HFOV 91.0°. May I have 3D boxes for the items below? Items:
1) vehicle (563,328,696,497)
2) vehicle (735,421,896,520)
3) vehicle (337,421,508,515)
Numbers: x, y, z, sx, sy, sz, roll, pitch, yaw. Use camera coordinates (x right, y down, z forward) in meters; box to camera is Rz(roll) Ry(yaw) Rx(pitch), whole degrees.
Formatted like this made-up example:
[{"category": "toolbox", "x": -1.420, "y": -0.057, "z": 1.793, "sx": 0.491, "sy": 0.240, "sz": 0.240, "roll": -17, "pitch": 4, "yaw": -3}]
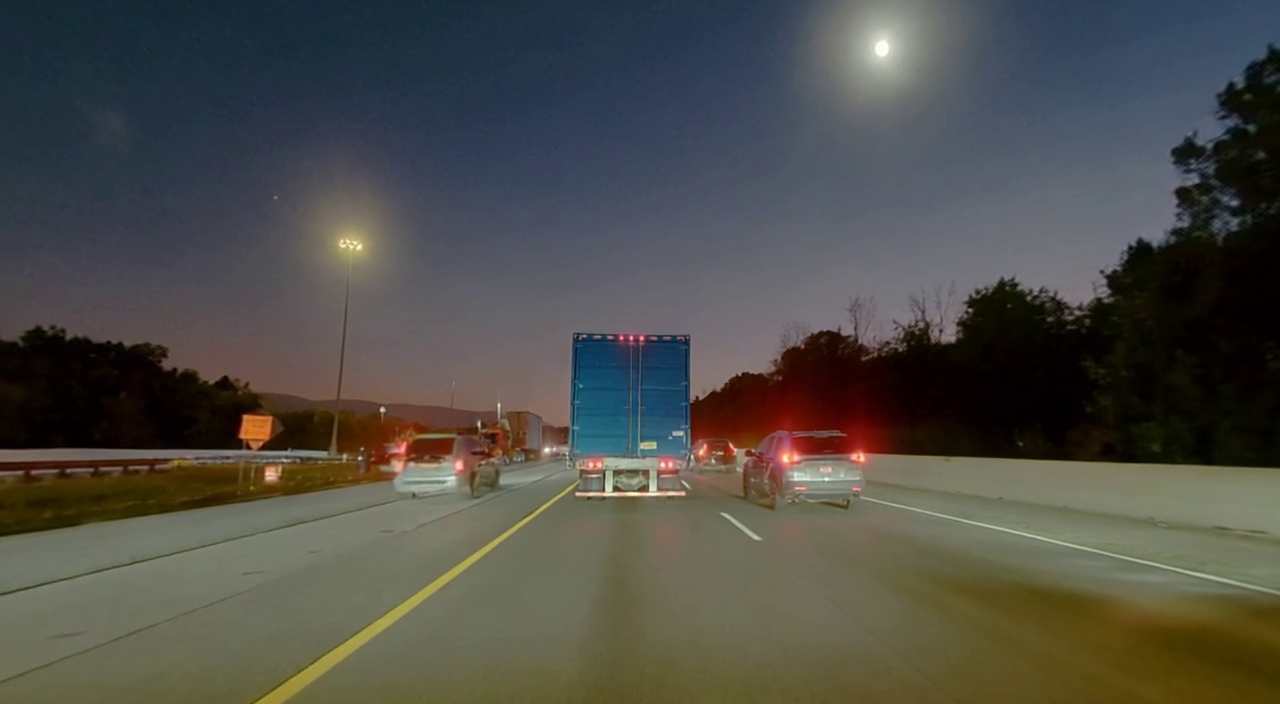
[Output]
[{"category": "vehicle", "x": -0.303, "y": 2.150, "z": 19.785, "sx": 3.067, "sy": 3.940, "sz": 10.154, "roll": 0, "pitch": -9, "yaw": -1}, {"category": "vehicle", "x": 3.406, "y": 2.402, "z": 13.180, "sx": 2.103, "sy": 1.713, "sz": 4.173, "roll": 0, "pitch": -9, "yaw": -1}, {"category": "vehicle", "x": -4.566, "y": 2.530, "z": 14.153, "sx": 2.095, "sy": 1.736, "sz": 4.529, "roll": 0, "pitch": -9, "yaw": 2}]
